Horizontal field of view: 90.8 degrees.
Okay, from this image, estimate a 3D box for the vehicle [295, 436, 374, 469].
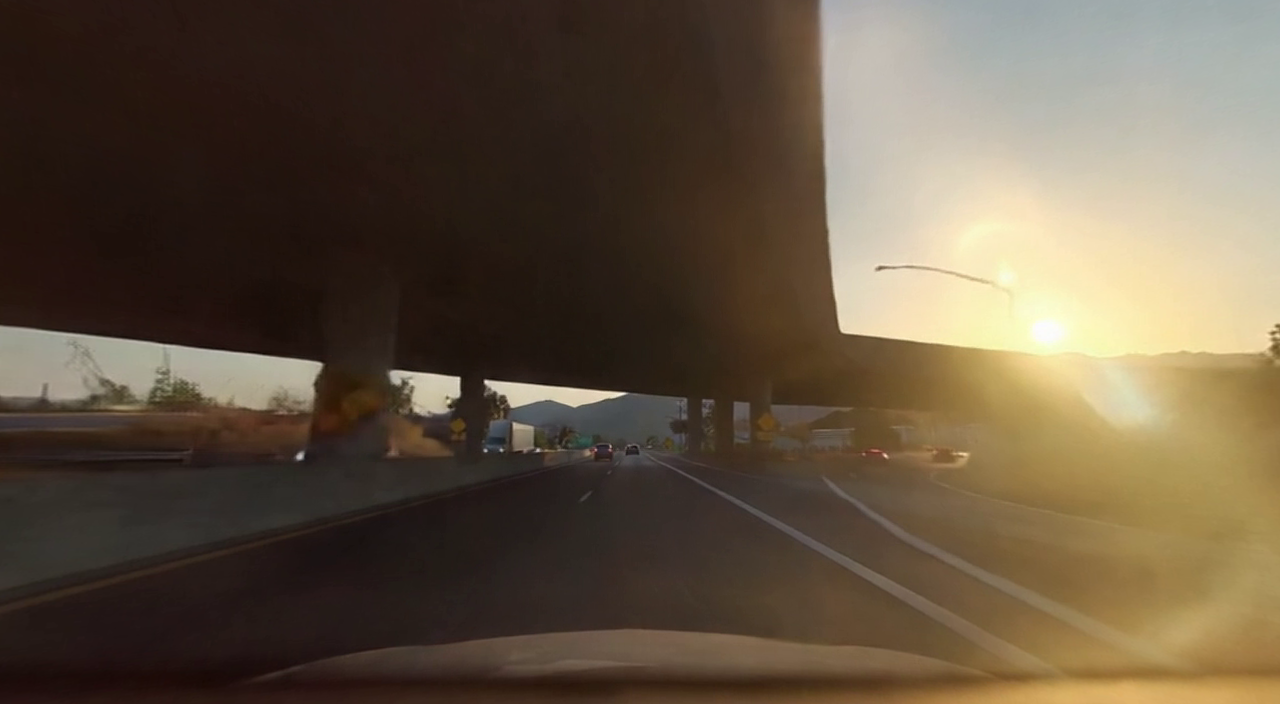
[{"bbox_3d":[-15.441,5.119,32.163,1.848,1.517,4.275,0,-9,0],"label":"vehicle"}]
